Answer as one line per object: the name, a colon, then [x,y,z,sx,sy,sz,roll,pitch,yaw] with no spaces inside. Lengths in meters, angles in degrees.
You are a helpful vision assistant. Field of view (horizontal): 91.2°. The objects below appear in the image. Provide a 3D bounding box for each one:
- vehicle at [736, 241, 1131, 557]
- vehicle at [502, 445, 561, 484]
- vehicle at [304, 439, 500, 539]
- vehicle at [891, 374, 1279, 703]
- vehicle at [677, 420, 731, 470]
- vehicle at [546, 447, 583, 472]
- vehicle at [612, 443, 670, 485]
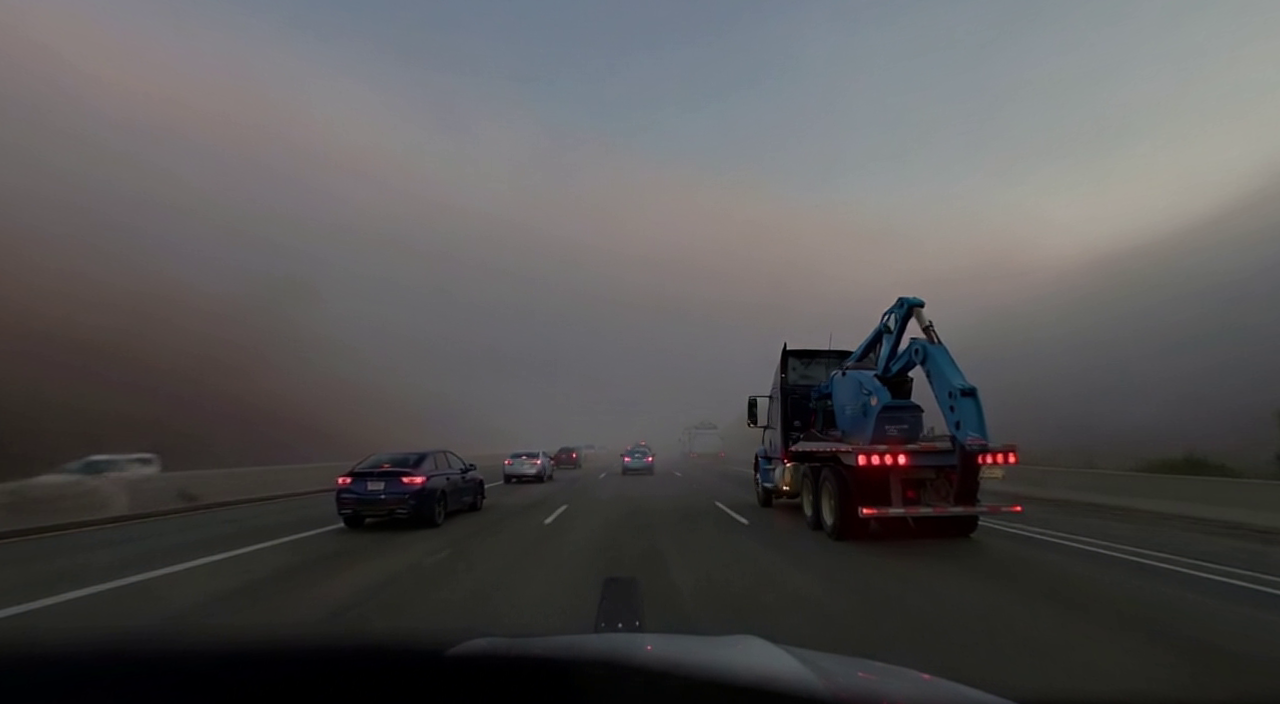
vehicle: [3.923,1.123,11.377,2.975,3.618,8.456,0,-9,0]
vehicle: [-4.598,4.812,27.131,1.858,1.527,3.974,0,-9,0]
vehicle: [-4.202,2.483,12.068,1.880,1.507,4.757,0,-9,1]
vehicle: [4.076,1.100,3.924,2.599,1.631,5.693,0,-9,-1]
vehicle: [3.879,5.905,39.459,2.416,2.829,7.016,0,-9,-2]
vehicle: [-4.814,6.956,40.611,1.924,1.481,4.264,0,-9,-1]
vehicle: [-0.020,4.431,25.038,2.150,1.498,3.988,0,-9,-2]
